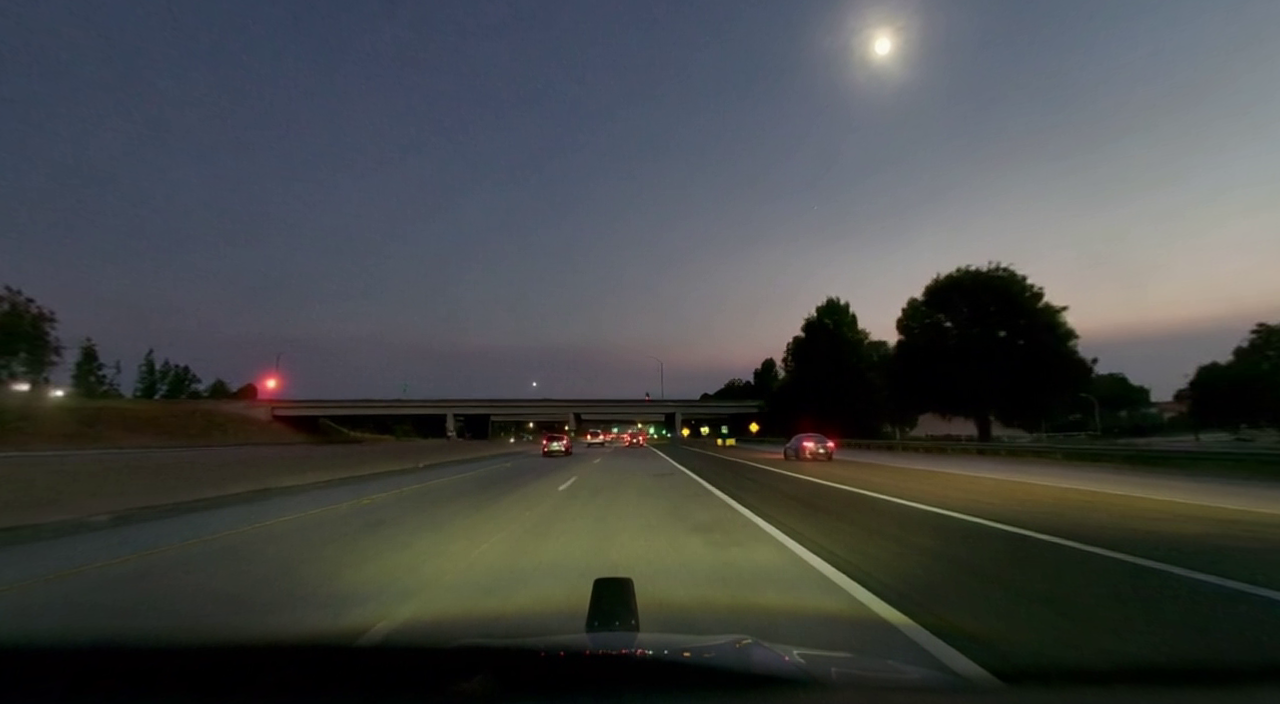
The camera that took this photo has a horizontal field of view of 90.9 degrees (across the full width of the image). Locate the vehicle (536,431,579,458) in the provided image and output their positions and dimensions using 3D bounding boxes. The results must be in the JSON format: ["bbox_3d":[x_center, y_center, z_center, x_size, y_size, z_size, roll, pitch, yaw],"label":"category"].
[{"bbox_3d":[-4.696,5.344,36.537,1.933,1.473,4.023,0,-8,0],"label":"vehicle"}]
